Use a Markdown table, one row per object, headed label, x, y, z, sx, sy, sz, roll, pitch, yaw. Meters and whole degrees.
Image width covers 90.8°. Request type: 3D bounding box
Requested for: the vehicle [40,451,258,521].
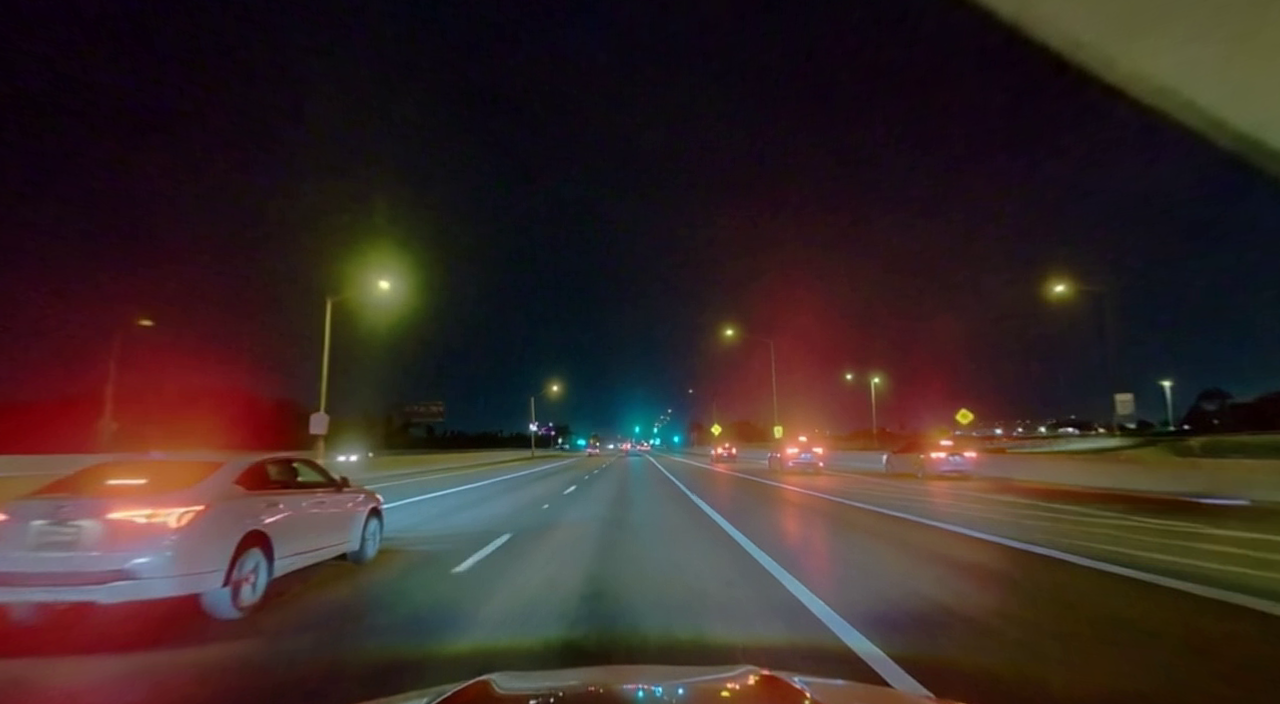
| label | x | y | z | sx | sy | sz | roll | pitch | yaw |
| --- | --- | --- | --- | --- | --- | --- | --- | --- | --- |
| vehicle | -11.455 | 3.107 | 15.217 | 1.861 | 1.373 | 4.211 | 0 | -8 | 0 |
